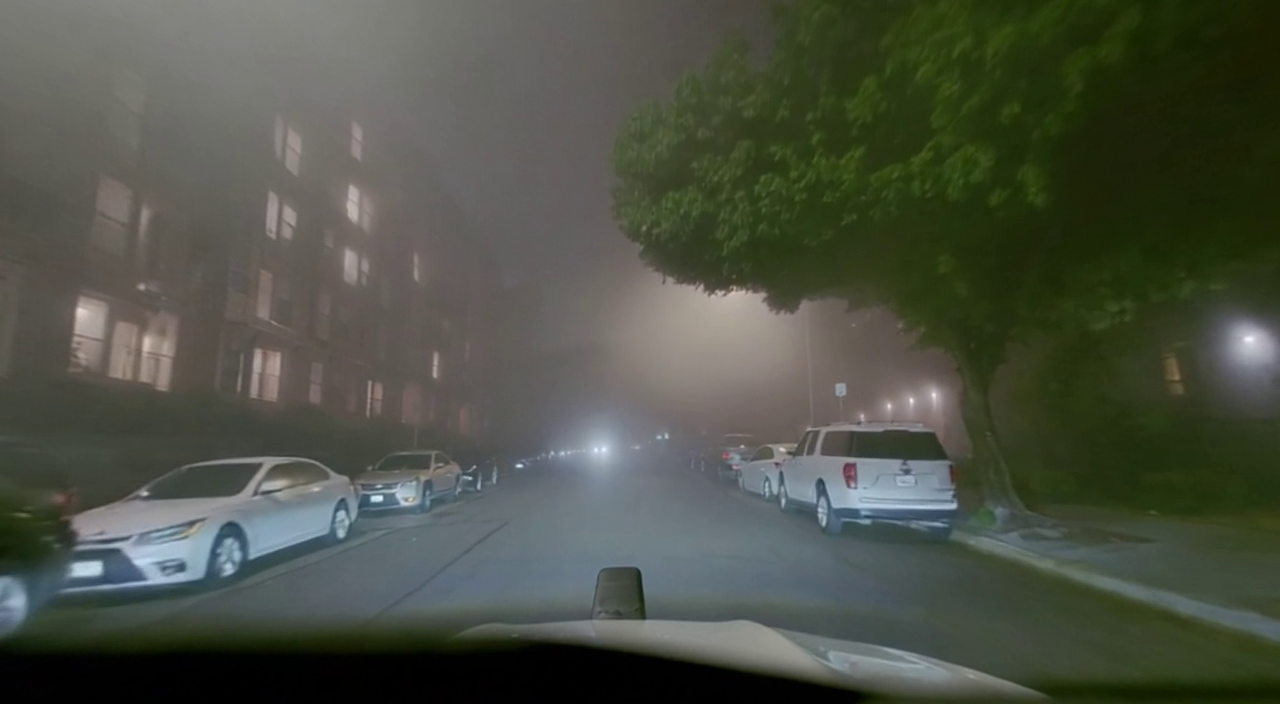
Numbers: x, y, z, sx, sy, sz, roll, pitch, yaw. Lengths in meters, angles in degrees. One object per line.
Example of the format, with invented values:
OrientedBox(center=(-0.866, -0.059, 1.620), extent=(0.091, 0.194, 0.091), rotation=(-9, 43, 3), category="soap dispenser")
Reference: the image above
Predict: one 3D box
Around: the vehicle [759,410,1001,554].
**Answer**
OrientedBox(center=(3.492, 2.007, 10.518), extent=(1.912, 1.781, 5.159), rotation=(0, -8, -1), category="vehicle")

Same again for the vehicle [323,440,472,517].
OrientedBox(center=(-5.353, 2.811, 14.660), extent=(1.711, 1.500, 4.510), rotation=(0, -8, -1), category="vehicle")

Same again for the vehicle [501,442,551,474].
OrientedBox(center=(-5.668, 5.318, 31.982), extent=(1.647, 1.481, 4.433), rotation=(0, -8, 1), category="vehicle")

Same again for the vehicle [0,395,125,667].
OrientedBox(center=(-4.993, 0.935, 2.616), extent=(1.922, 1.728, 4.628), rotation=(0, -8, -2), category="vehicle")

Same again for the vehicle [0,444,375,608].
OrientedBox(center=(-5.115, 1.872, 7.908), extent=(1.649, 1.408, 4.665), rotation=(0, -8, -1), category="vehicle")
